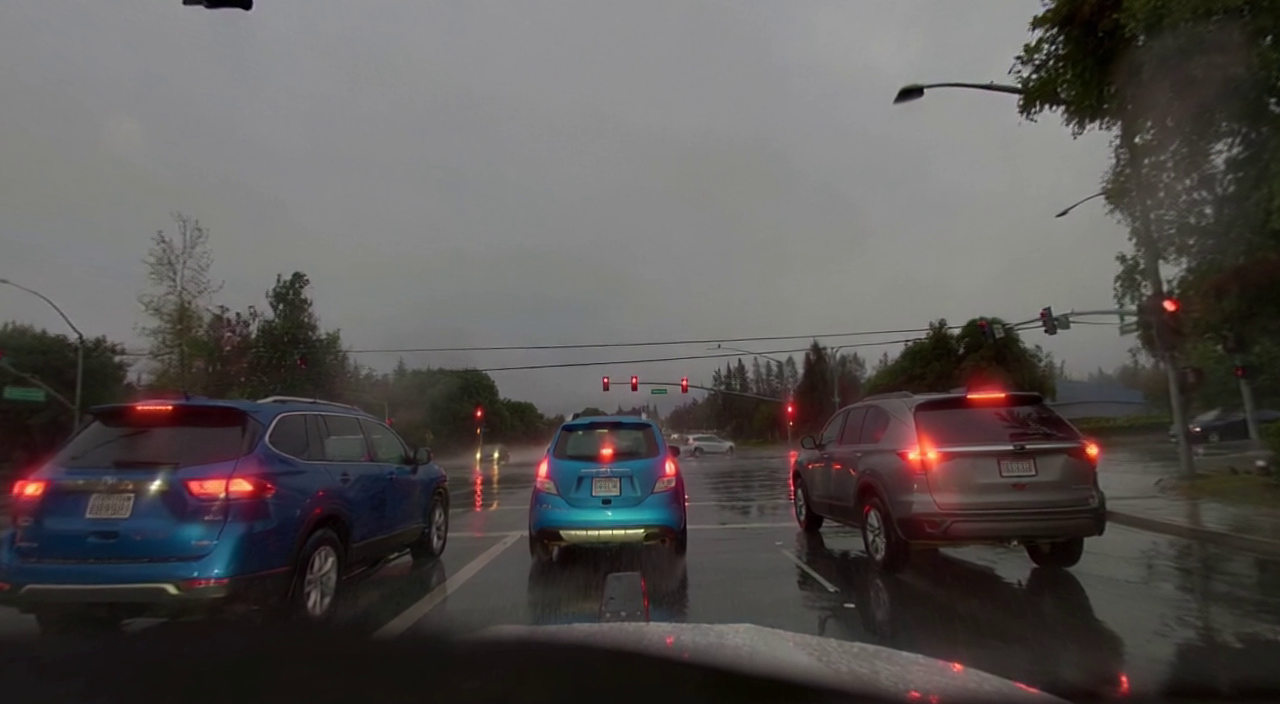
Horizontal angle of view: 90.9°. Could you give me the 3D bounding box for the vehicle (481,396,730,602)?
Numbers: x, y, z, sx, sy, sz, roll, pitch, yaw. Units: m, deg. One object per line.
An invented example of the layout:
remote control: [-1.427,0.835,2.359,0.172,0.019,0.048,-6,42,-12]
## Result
vehicle: [-0.234,1.516,7.318,2.067,1.702,3.987,0,-8,2]

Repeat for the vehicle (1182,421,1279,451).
vehicle: [32.814,4.651,34.752,4.175,1.634,1.877,1,-8,-4]

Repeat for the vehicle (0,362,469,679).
vehicle: [-3.275,1.282,5.901,2.047,1.810,4.414,0,-8,1]

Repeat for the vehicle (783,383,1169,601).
vehicle: [3.277,1.481,7.506,2.083,1.779,4.532,0,-8,0]
